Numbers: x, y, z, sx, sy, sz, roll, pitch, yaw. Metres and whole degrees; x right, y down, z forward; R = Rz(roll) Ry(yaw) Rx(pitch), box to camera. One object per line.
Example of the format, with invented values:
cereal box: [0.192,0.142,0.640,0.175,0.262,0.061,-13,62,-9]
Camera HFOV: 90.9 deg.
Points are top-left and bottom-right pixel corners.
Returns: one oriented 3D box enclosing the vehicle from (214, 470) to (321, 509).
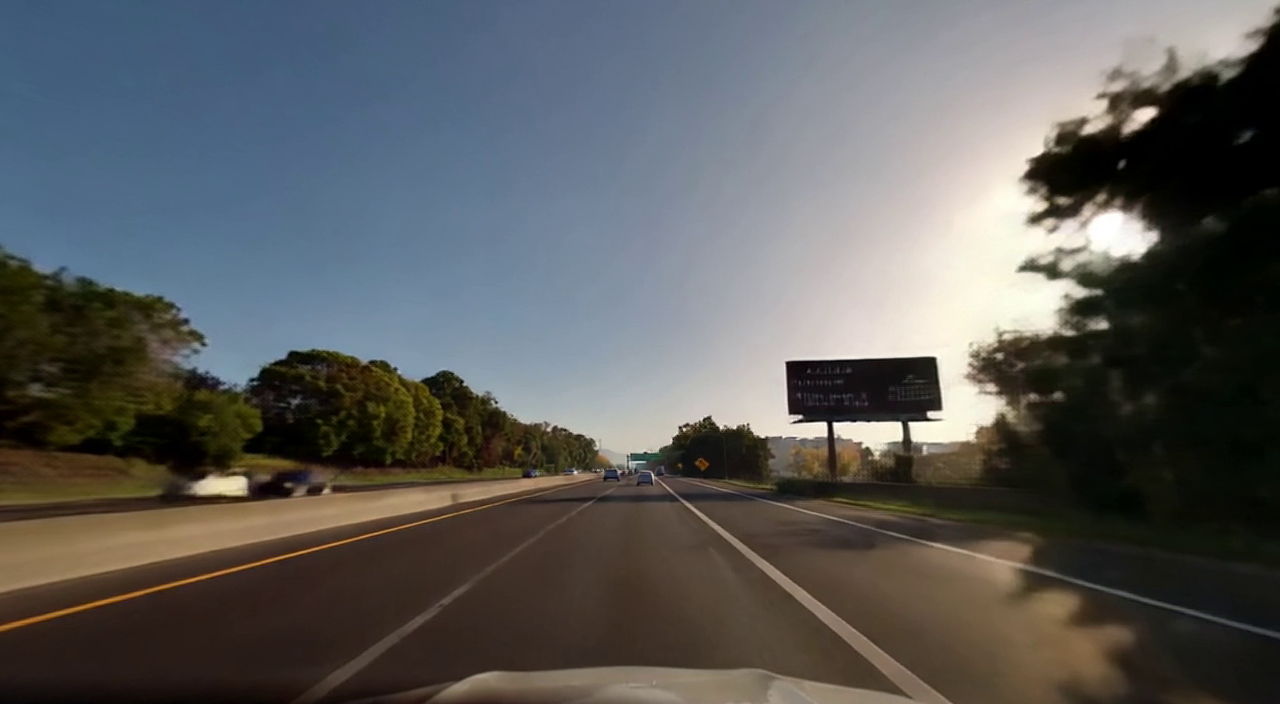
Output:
vehicle: [-15.491,5.716,26.469,1.983,1.443,3.919,1,-11,1]

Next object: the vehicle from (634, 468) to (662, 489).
vehicle: [0.590,9.755,48.749,2.016,1.530,4.009,1,-11,0]

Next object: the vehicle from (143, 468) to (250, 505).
vehicle: [-19.831,5.993,28.391,1.778,1.488,4.043,1,-11,1]
